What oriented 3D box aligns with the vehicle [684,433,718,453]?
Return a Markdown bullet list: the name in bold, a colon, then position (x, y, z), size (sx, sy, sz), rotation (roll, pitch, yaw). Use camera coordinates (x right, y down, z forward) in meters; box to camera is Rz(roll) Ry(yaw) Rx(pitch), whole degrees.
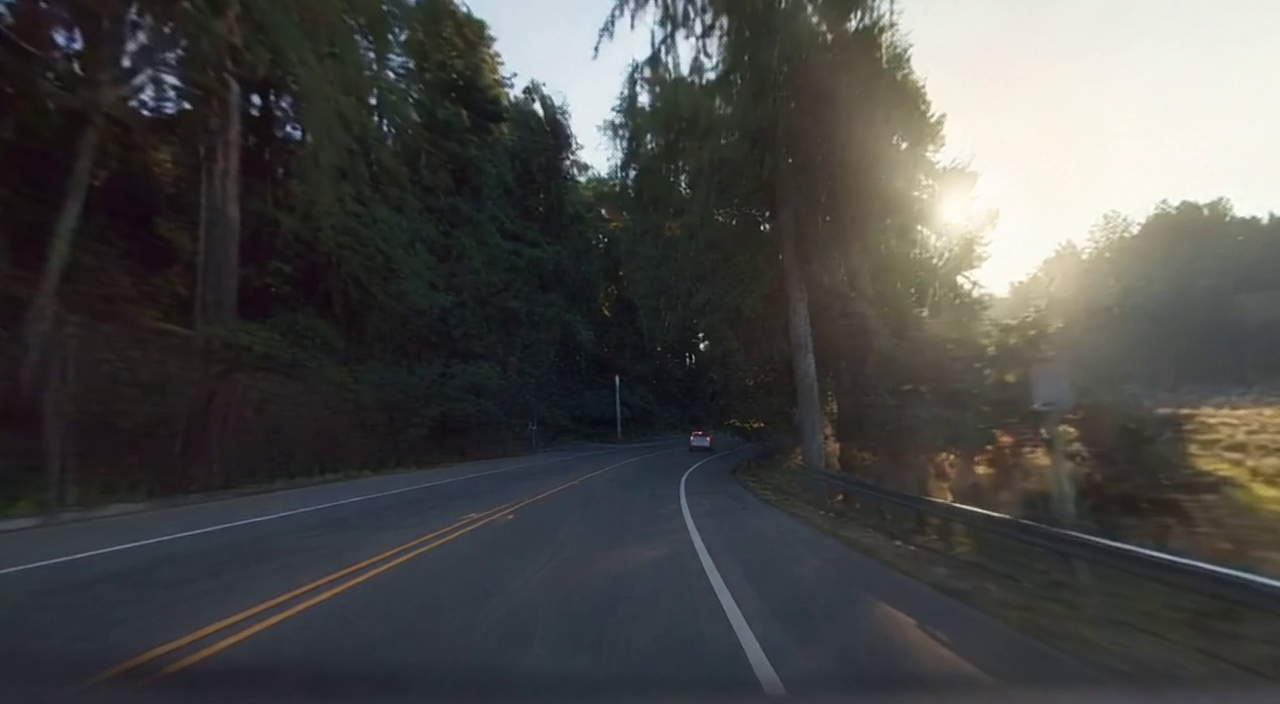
- **vehicle**: position (4.837, 7.143, 49.654), size (2.042, 1.489, 4.078), rotation (-2, -9, 14)
